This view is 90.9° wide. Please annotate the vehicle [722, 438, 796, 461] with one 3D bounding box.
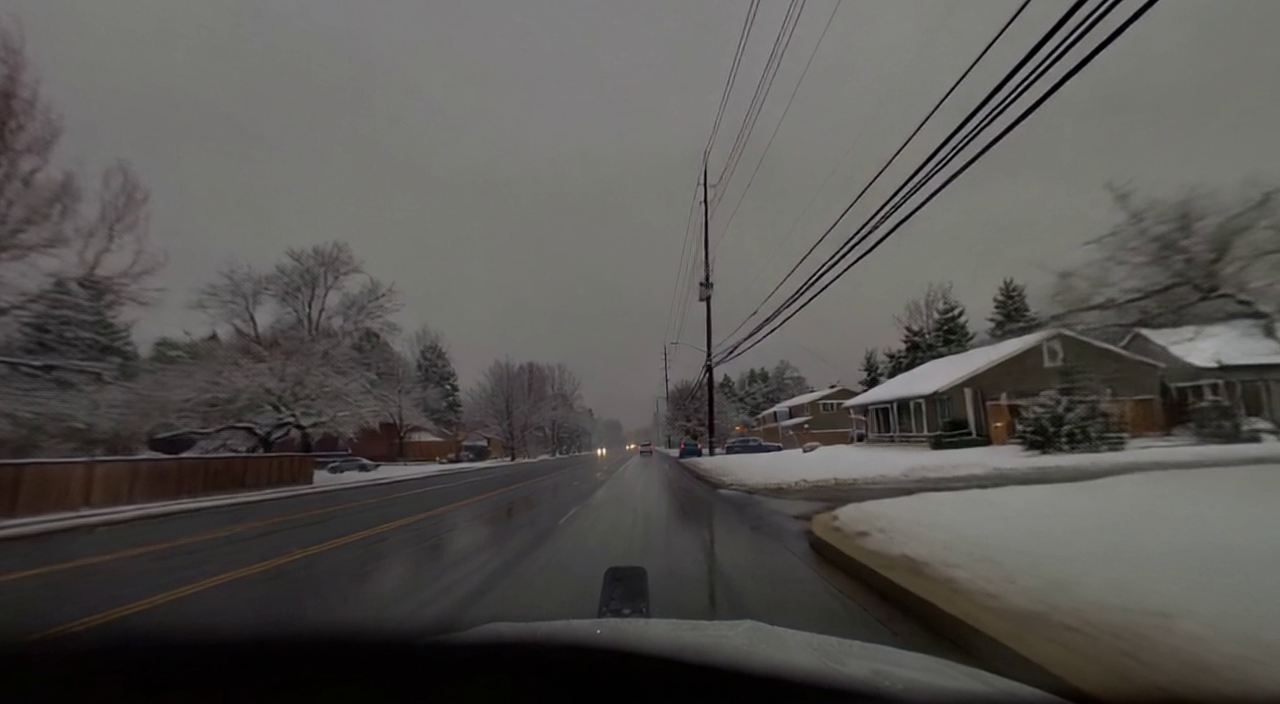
[{"bbox_3d":[8.192,6.765,43.737,4.719,1.556,1.869,0,-9,0],"label":"vehicle"}]
